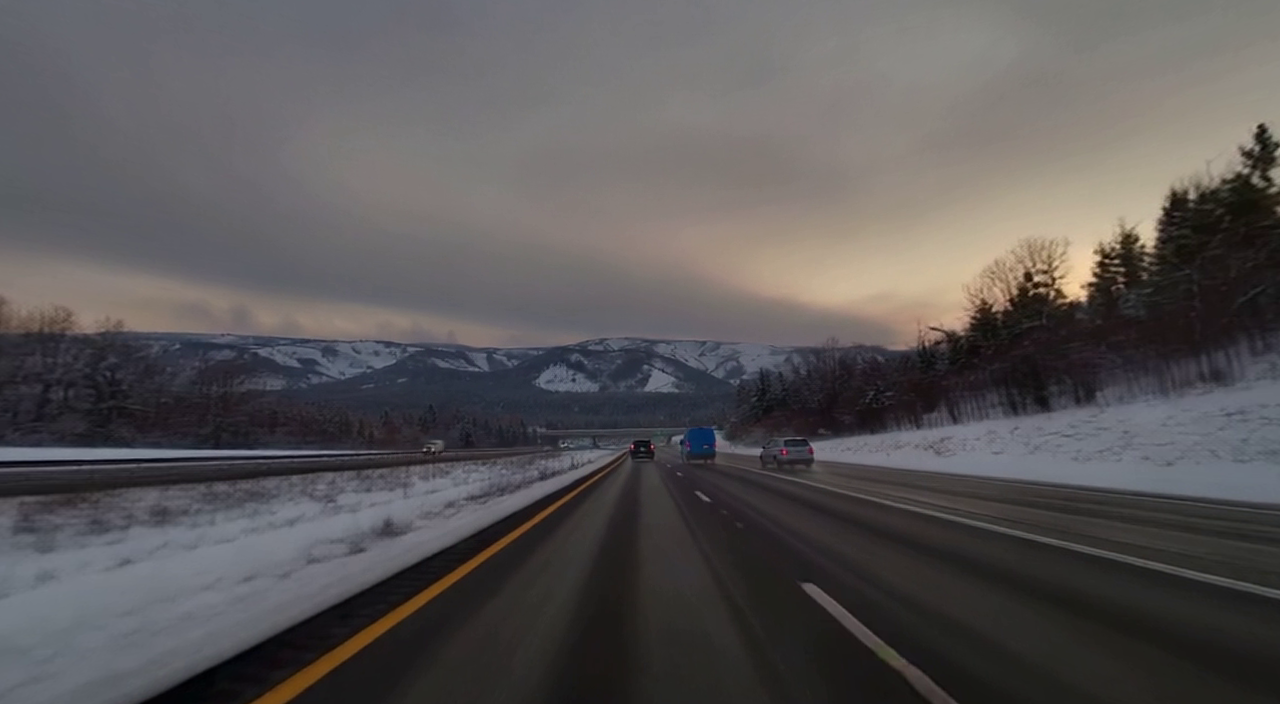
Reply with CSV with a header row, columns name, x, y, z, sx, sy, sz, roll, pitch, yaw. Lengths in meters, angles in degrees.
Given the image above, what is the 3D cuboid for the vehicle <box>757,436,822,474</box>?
name,x,y,z,sx,sy,sz,roll,pitch,yaw
vehicle,8.103,5.617,34.755,2.240,1.925,4.854,0,-8,-2

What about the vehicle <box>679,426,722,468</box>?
name,x,y,z,sx,sy,sz,roll,pitch,yaw
vehicle,4.086,6.552,43.680,2.302,2.670,6.176,0,-8,-1
